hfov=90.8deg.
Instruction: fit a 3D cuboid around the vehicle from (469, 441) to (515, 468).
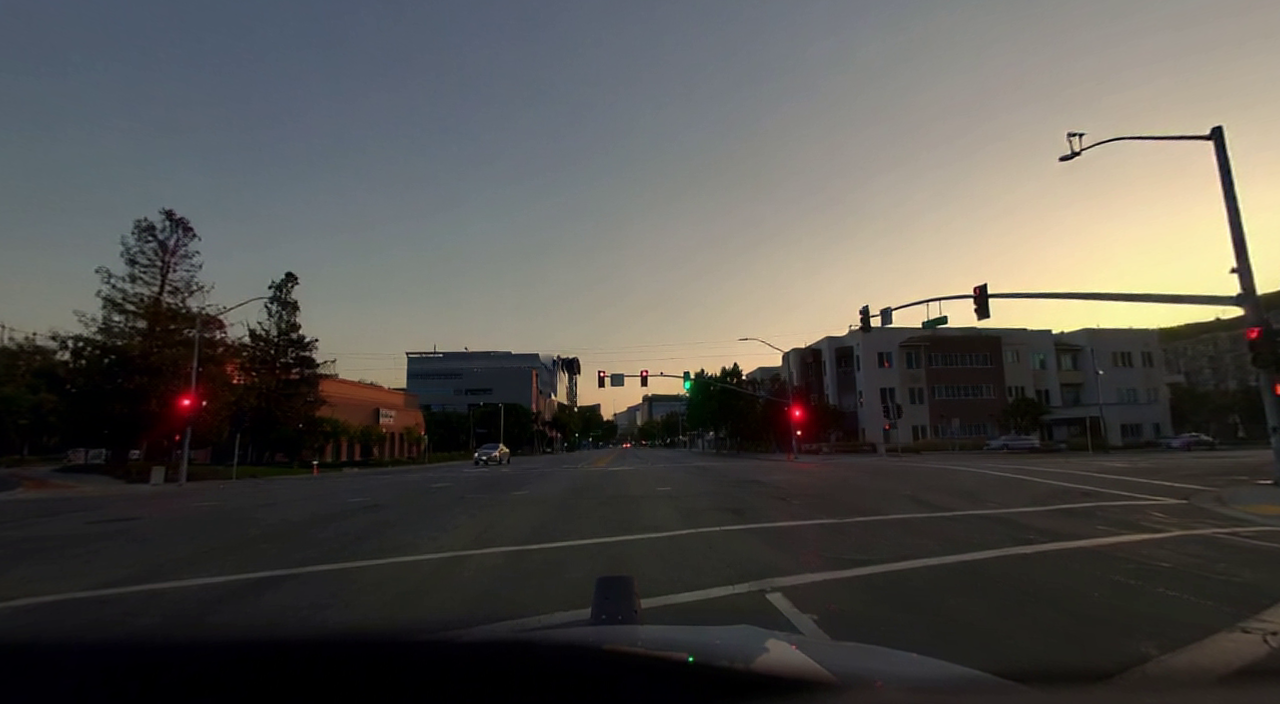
[{"bbox_3d":[-9.732,6.773,41.947,1.988,1.692,4.412,0,-8,0],"label":"vehicle"}]
